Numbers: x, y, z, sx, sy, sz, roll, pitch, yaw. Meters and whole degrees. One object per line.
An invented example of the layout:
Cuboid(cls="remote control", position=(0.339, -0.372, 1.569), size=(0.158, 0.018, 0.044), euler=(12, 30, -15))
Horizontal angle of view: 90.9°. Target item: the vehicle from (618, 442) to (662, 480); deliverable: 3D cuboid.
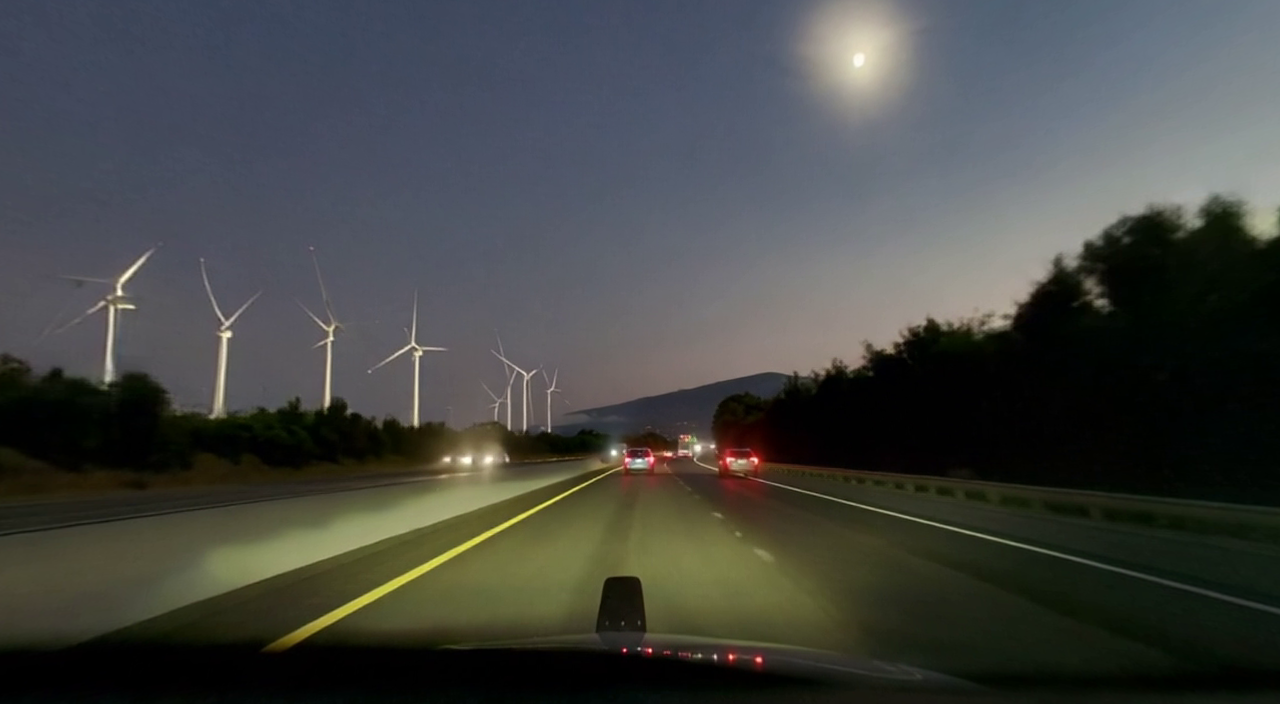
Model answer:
Cuboid(cls="vehicle", position=(0.016, 5.309, 30.810), size=(2.038, 1.723, 4.150), euler=(0, -9, 0))

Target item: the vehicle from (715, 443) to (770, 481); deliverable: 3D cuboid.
Cuboid(cls="vehicle", position=(5.004, 5.462, 31.438), size=(2.040, 1.721, 4.507), euler=(0, -9, 1))

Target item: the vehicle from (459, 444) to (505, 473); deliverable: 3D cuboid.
Cuboid(cls="vehicle", position=(-12.019, 8.140, 48.210), size=(2.083, 2.091, 5.097), euler=(-1, -9, 1))
